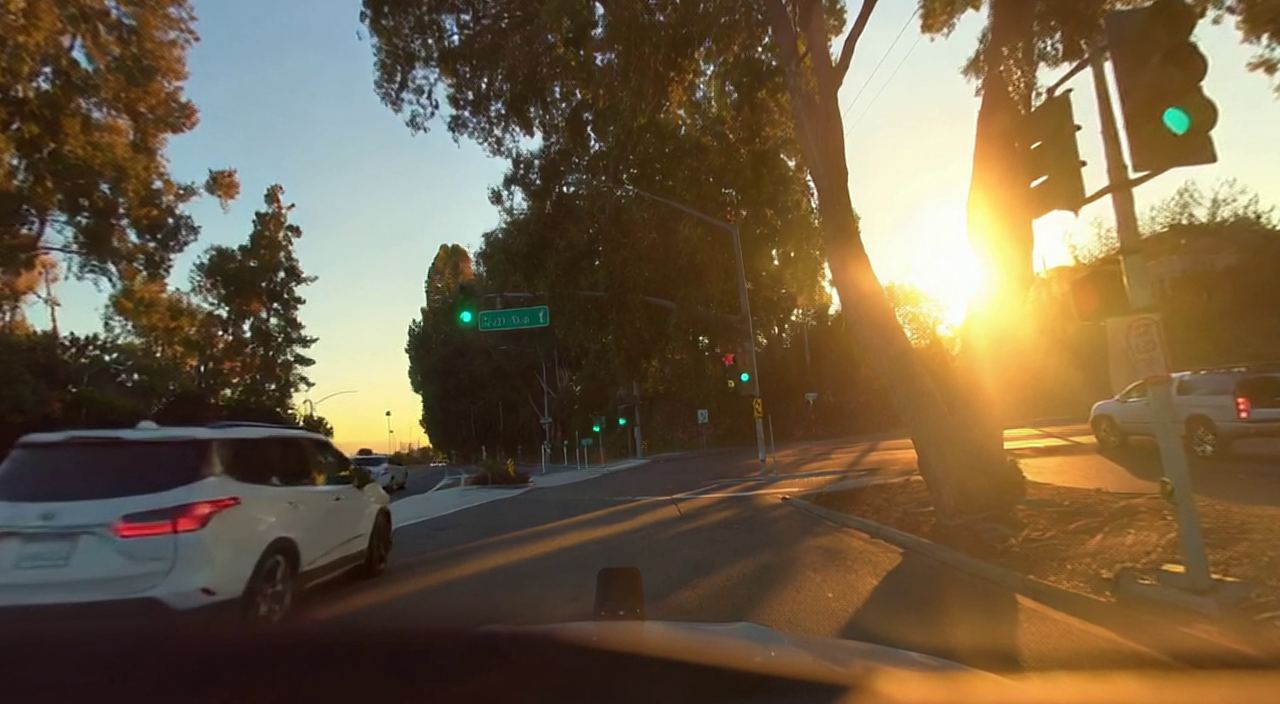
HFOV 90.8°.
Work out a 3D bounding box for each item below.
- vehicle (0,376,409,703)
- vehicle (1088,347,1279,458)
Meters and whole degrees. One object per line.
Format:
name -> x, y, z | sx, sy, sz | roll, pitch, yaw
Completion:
vehicle -> -3.538, 1.273, 4.838 | 2.134, 1.707, 4.471 | 0, -8, -5
vehicle -> 10.667, 1.061, 11.631 | 1.855, 1.669, 4.529 | -1, -9, 6
